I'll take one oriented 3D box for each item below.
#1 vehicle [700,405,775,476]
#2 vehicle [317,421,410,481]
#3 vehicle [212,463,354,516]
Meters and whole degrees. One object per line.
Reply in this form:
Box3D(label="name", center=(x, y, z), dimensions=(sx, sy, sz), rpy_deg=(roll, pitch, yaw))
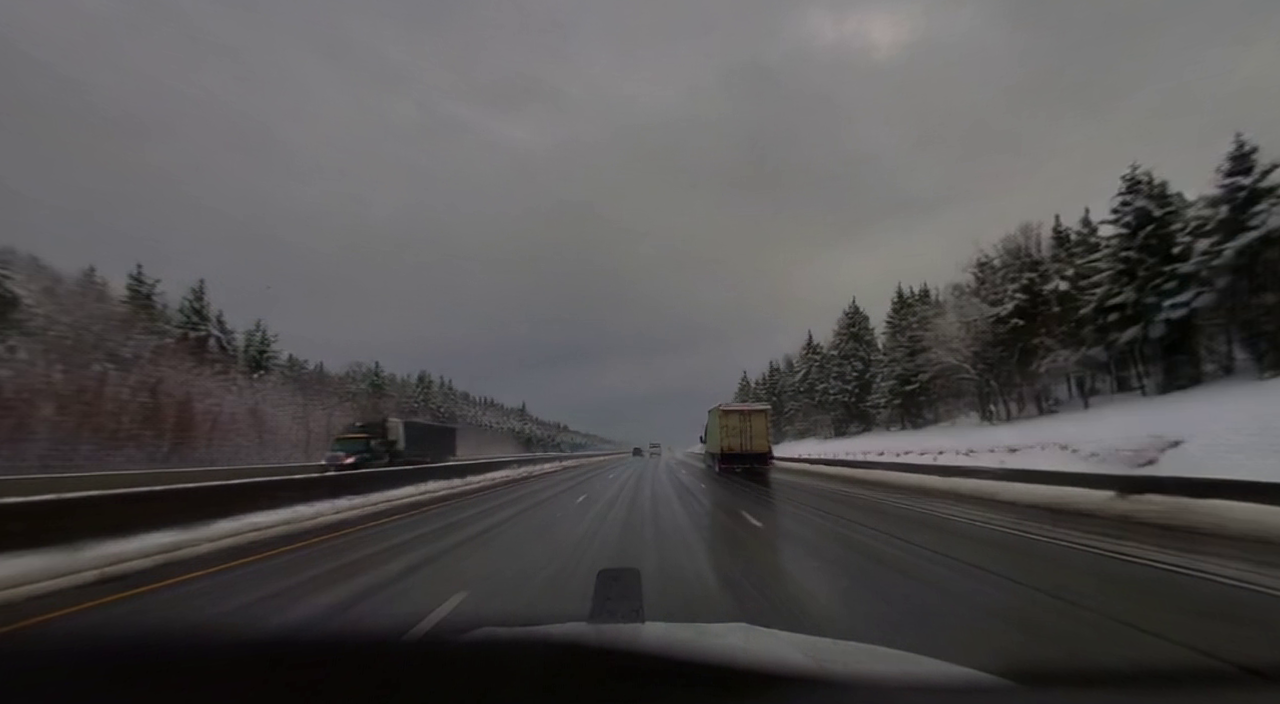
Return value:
Box3D(label="vehicle", center=(4.994, 4.815, 33.924), dimensions=(2.771, 3.313, 8.121), rpy_deg=(0, -9, 1))
Box3D(label="vehicle", center=(-18.645, 6.677, 43.102), dimensions=(3.109, 3.752, 6.885), rpy_deg=(0, -8, 1))
Box3D(label="vehicle", center=(-11.096, 4.276, 20.045), dimensions=(1.835, 1.417, 4.391), rpy_deg=(-1, -9, 2))
